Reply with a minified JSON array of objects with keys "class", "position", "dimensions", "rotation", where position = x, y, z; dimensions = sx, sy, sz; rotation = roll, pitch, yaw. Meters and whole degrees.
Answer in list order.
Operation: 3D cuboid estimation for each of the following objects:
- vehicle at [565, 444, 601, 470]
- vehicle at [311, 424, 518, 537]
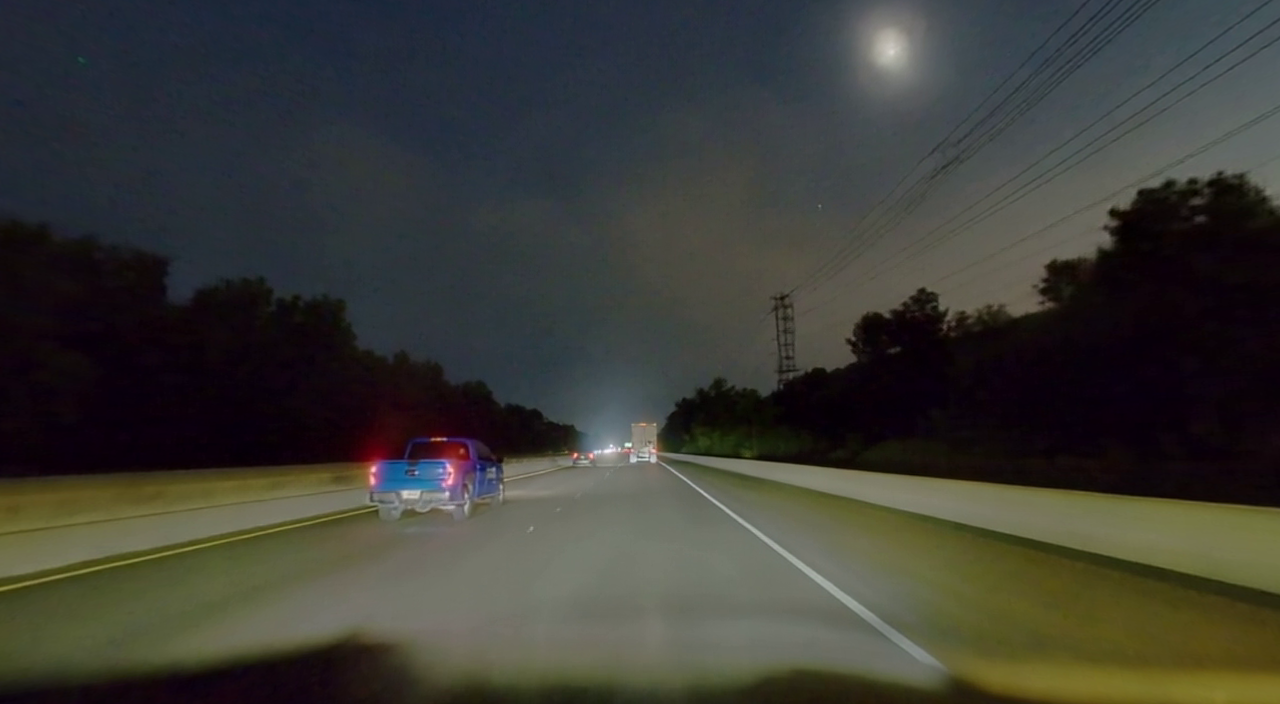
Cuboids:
[{"class":"vehicle","position":[-4.031,7.506,45.193],"dimensions":[2.111,1.735,4.066],"rotation":[0,-9,1]},{"class":"vehicle","position":[-3.902,2.324,12.083],"dimensions":[2.049,1.697,4.998],"rotation":[0,-9,1]}]
